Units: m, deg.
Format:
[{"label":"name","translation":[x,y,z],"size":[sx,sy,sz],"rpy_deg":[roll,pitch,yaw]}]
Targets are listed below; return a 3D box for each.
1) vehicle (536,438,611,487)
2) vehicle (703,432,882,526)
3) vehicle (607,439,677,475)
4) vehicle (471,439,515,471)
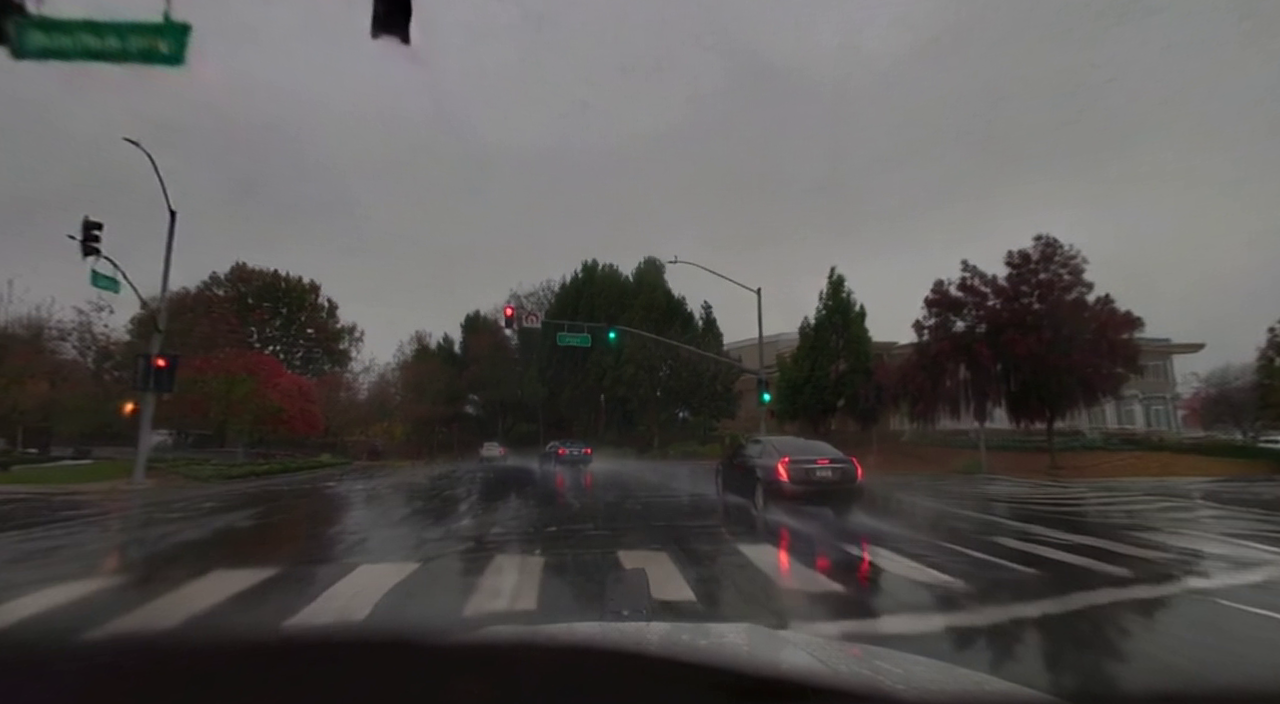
[{"label":"vehicle","translation":[-2.497,3.845,22.511],"size":[2.308,1.535,4.811],"rpy_deg":[1,-8,-10]},{"label":"vehicle","translation":[2.692,2.352,12.421],"size":[1.984,1.476,4.488],"rpy_deg":[1,-8,-6]},{"label":"vehicle","translation":[-0.015,4.737,28.800],"size":[1.957,1.463,4.701],"rpy_deg":[2,-8,-15]},{"label":"vehicle","translation":[-7.988,5.498,33.927],"size":[2.012,1.492,4.079],"rpy_deg":[3,-8,-16]}]
